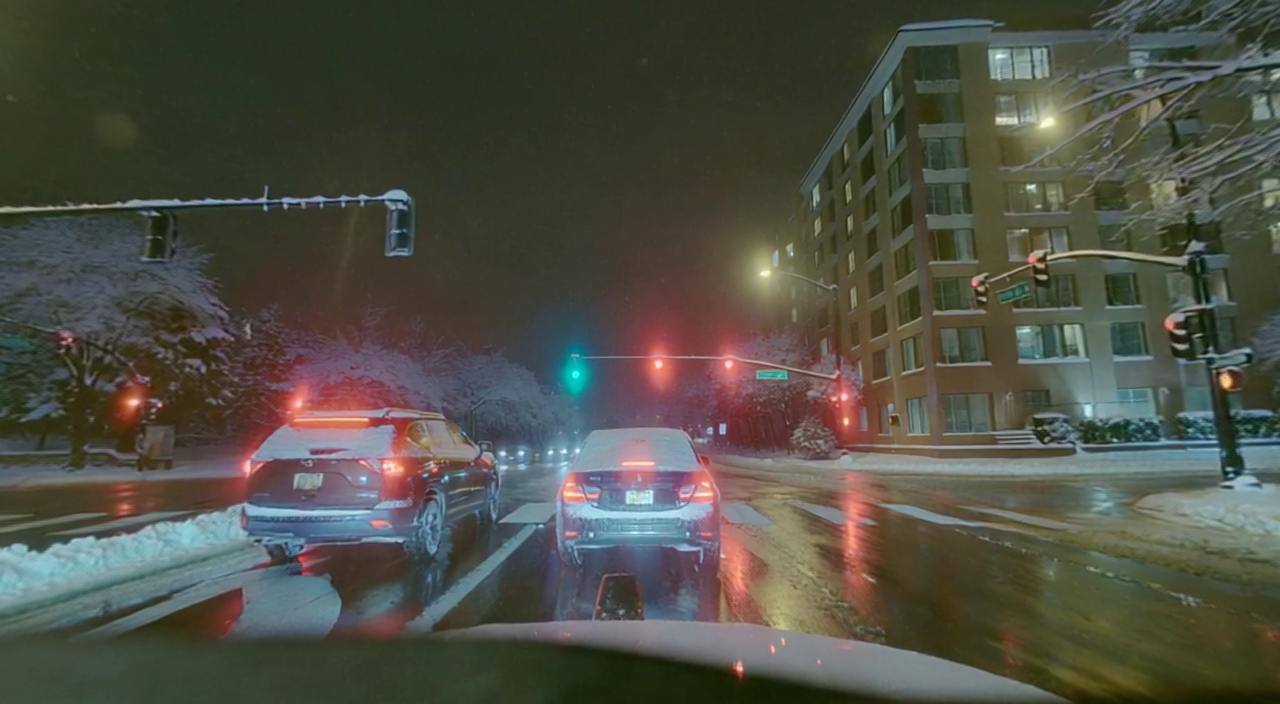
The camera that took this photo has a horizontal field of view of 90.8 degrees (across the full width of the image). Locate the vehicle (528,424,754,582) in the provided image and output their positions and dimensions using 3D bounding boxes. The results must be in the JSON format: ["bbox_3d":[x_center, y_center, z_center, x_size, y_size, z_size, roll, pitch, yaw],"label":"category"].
[{"bbox_3d":[0.023,1.756,8.144,2.190,1.522,3.850,0,-8,0],"label":"vehicle"}]

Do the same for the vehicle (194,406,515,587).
[{"bbox_3d":[-3.177,1.709,8.327,2.081,1.719,4.434,0,-8,1],"label":"vehicle"}]
